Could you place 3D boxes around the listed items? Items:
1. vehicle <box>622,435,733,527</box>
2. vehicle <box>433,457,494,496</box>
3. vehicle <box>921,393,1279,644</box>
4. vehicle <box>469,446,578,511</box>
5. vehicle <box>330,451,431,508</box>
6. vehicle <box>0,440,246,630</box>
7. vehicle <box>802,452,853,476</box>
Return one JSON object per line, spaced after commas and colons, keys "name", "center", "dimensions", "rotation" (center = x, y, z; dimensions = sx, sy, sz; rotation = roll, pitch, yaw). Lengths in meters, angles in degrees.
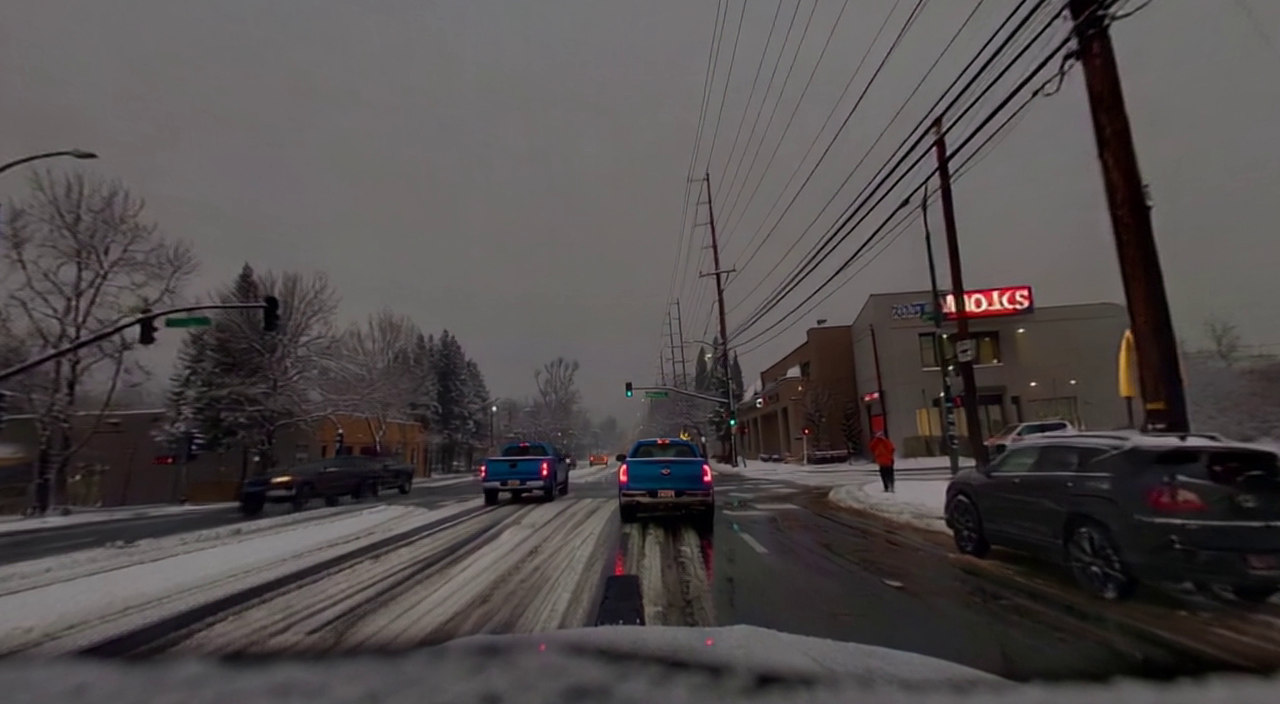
{"name": "vehicle", "center": [0.942, 2.808, 14.356], "dimensions": [2.089, 1.699, 4.650], "rotation": [-1, -9, 6]}
{"name": "vehicle", "center": [-9.161, 6.493, 33.107], "dimensions": [1.961, 1.814, 4.418], "rotation": [0, -9, -1]}
{"name": "vehicle", "center": [5.053, 1.558, 6.948], "dimensions": [1.974, 1.823, 4.576], "rotation": [0, -9, 3]}
{"name": "vehicle", "center": [-3.075, 3.451, 17.725], "dimensions": [1.995, 1.554, 4.618], "rotation": [0, -9, 2]}
{"name": "vehicle", "center": [-10.123, 4.967, 25.125], "dimensions": [2.081, 1.925, 5.632], "rotation": [1, -9, -5]}
{"name": "vehicle", "center": [-6.270, 1.639, 6.061], "dimensions": [1.994, 1.551, 4.414], "rotation": [0, -9, 1]}
{"name": "vehicle", "center": [13.225, 7.932, 44.671], "dimensions": [2.075, 1.556, 4.585], "rotation": [0, -9, -1]}
